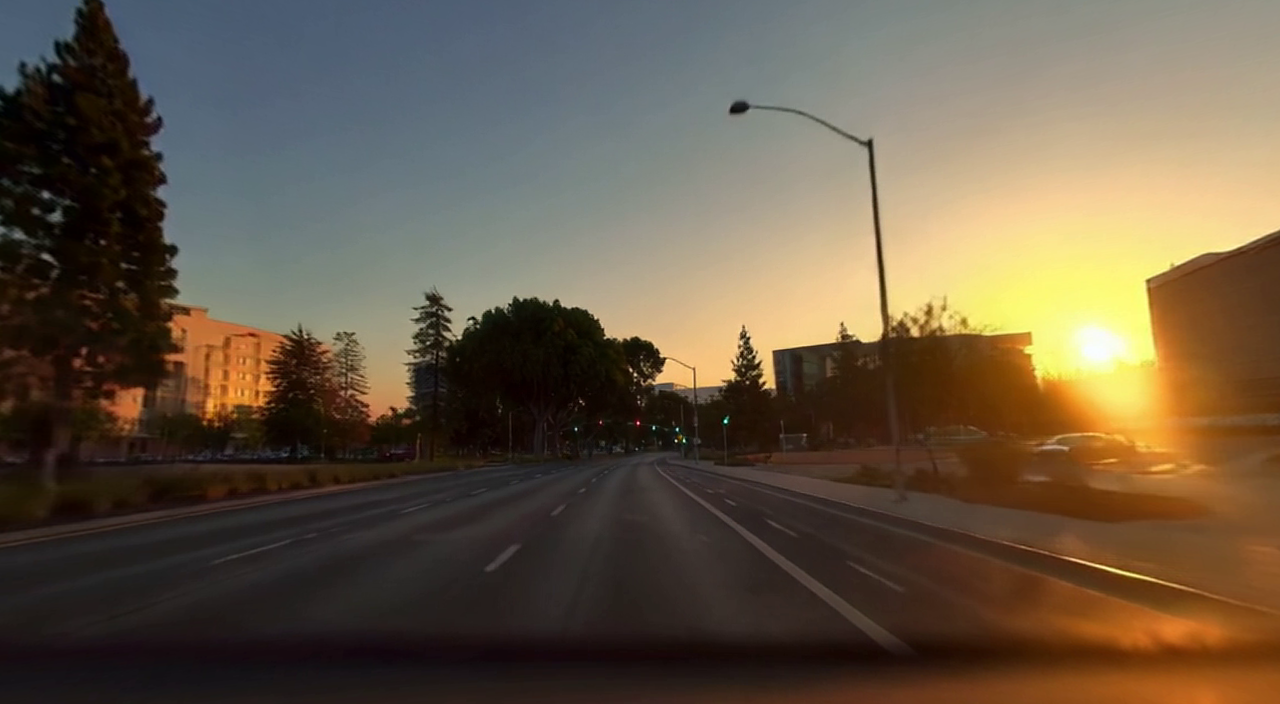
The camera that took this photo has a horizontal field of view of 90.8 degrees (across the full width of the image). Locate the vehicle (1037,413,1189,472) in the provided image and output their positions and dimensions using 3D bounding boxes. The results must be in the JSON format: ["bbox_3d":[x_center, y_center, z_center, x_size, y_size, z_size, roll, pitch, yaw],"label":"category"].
[{"bbox_3d":[27.988,5.313,37.457,7.548,3.111,2.756,0,-8,-14],"label":"vehicle"}]
